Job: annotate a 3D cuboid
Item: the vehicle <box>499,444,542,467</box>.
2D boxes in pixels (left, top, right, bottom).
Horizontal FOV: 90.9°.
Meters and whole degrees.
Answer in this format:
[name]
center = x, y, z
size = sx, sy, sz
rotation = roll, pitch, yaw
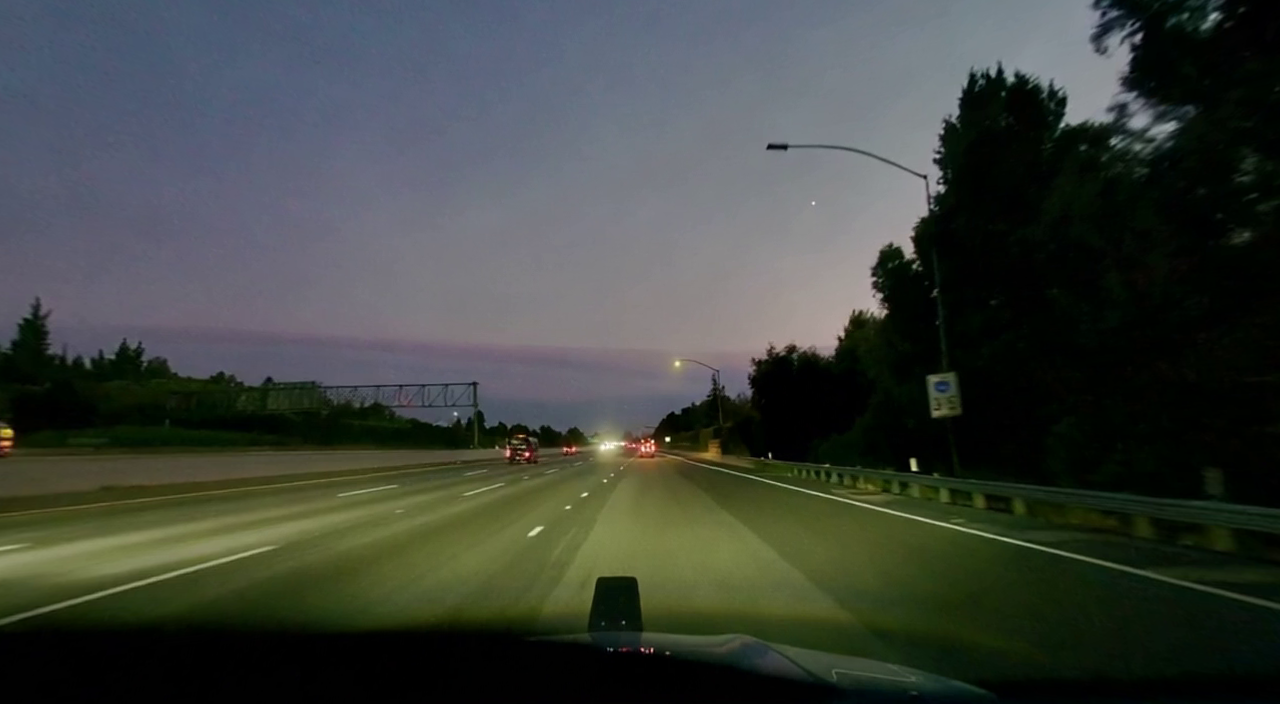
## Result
[vehicle]
center = -8.471, 7.372, 44.982
size = 1.983, 1.532, 4.424
rotation = 0, -8, 3
